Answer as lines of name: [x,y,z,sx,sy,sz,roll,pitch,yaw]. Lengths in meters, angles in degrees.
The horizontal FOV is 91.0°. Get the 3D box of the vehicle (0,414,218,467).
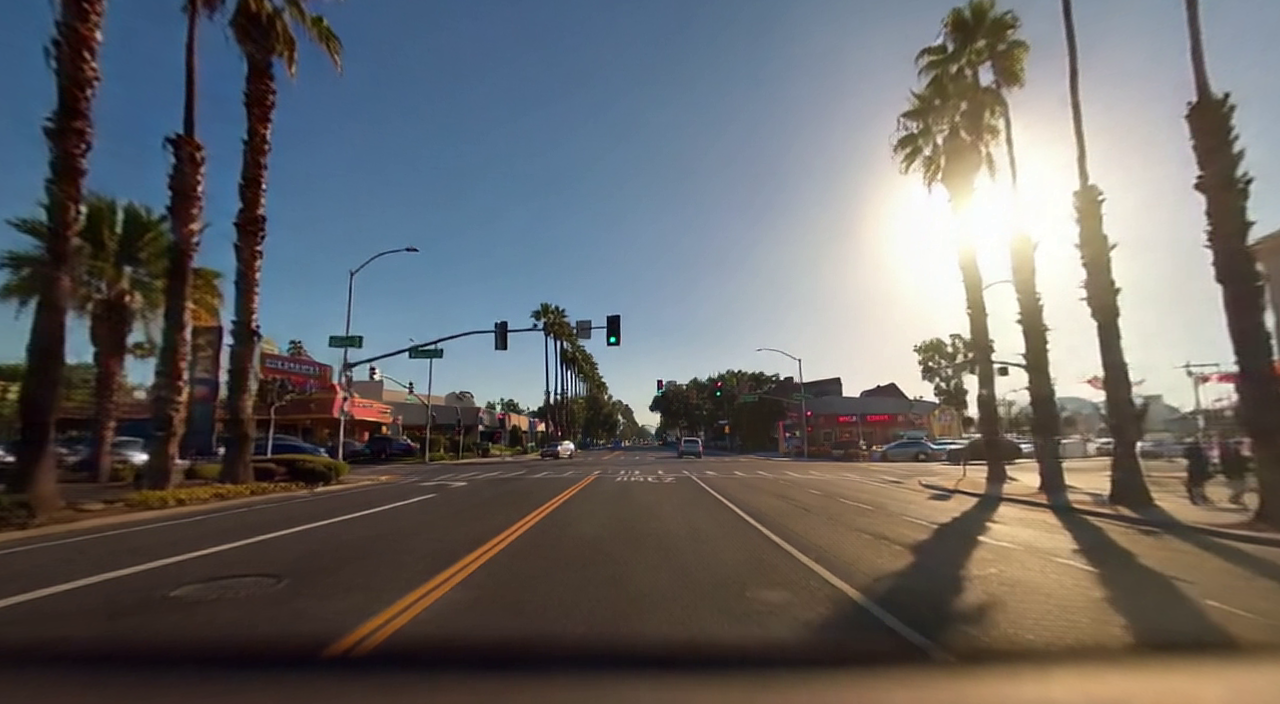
vehicle: [-35.490,5.844,41.745,12.726,3.308,3.114,0,-7,0]

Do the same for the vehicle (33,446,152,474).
vehicle: [-29.456,5.827,33.977,4.538,1.446,2.028,0,-8,1]

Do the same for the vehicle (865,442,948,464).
vehicle: [18.891,7.191,44.801,4.977,1.508,1.948,0,-9,0]

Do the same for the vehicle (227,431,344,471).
vehicle: [-19.020,5.351,33.978,4.901,2.064,2.296,0,-8,0]

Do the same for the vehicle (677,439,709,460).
vehicle: [4.009,7.489,48.241,2.065,1.507,4.225,0,-8,-1]

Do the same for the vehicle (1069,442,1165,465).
vehicle: [31.283,6.664,41.361,4.701,1.463,1.989,0,-9,-2]

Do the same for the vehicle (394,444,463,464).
vehicle: [-16.305,7.869,48.572,4.791,1.487,2.002,4,-10,-27]

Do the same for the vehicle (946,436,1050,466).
vehicle: [23.355,6.448,41.187,5.509,1.873,2.123,0,-9,-2]
